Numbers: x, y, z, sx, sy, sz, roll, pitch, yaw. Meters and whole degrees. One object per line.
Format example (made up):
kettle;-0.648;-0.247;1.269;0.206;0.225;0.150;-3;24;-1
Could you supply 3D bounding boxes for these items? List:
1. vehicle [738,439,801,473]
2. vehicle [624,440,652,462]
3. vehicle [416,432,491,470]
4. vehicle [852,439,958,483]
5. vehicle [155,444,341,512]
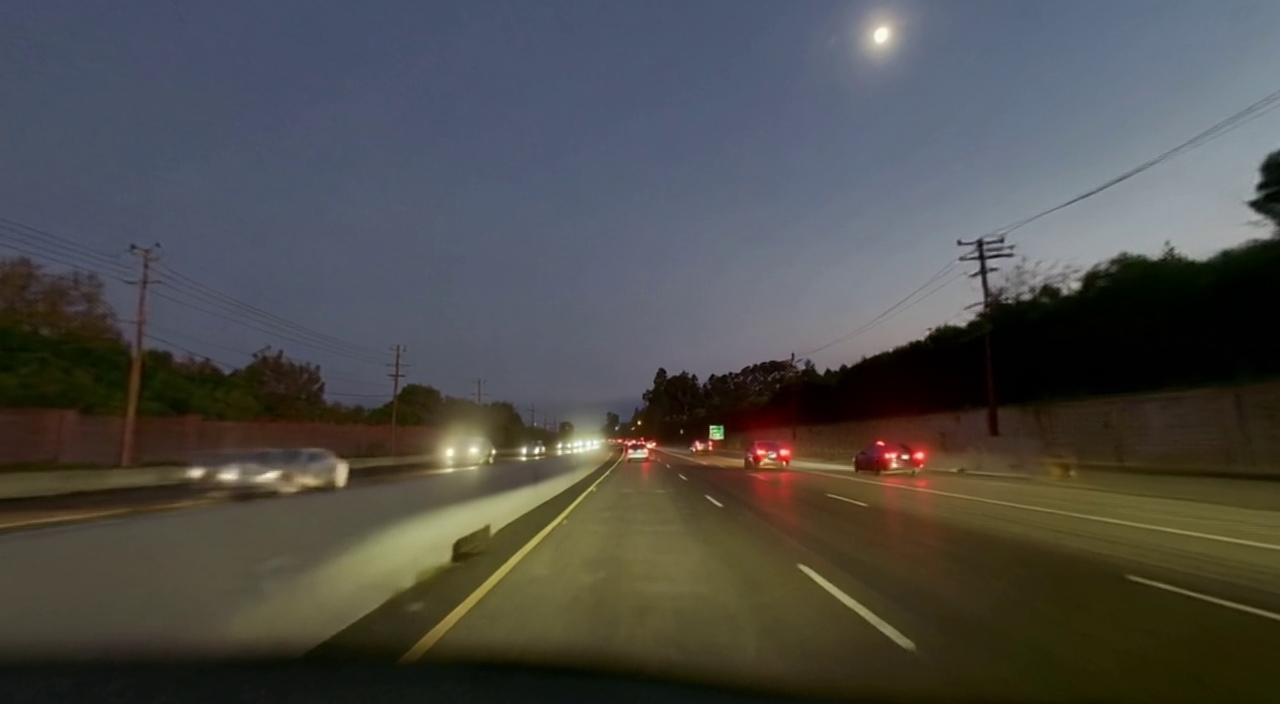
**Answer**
vehicle;6.356;5.161;31.628;2.069;1.520;4.614;0;-8;-1
vehicle;-0.153;7.178;45.839;1.993;1.506;3.883;0;-8;0
vehicle;-9.921;5.331;34.113;2.483;1.868;4.989;0;-8;0
vehicle;9.764;4.025;23.695;1.969;1.506;4.422;0;-8;-1
vehicle;-9.809;3.137;16.343;1.946;1.495;4.468;0;-8;0
